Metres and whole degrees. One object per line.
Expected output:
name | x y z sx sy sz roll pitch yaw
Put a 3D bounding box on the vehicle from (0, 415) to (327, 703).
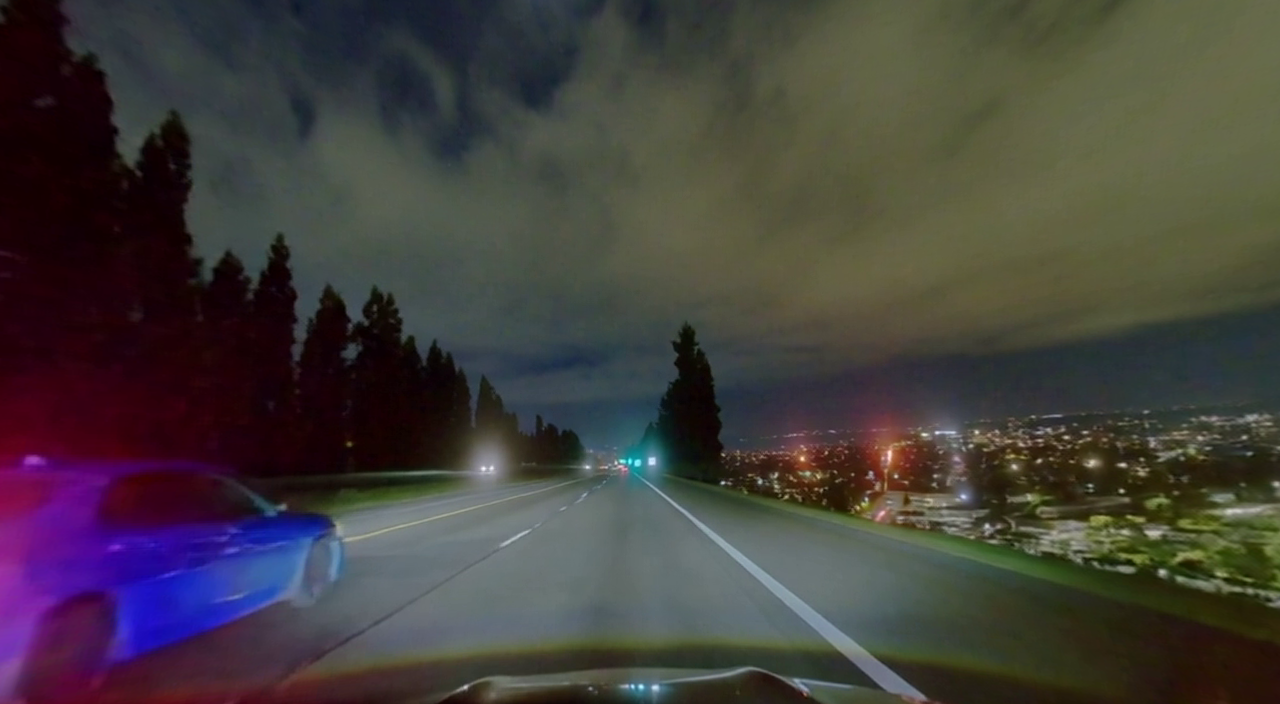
vehicle | -3.724 1.151 3.457 2.040 1.465 3.744 1 -11 0
